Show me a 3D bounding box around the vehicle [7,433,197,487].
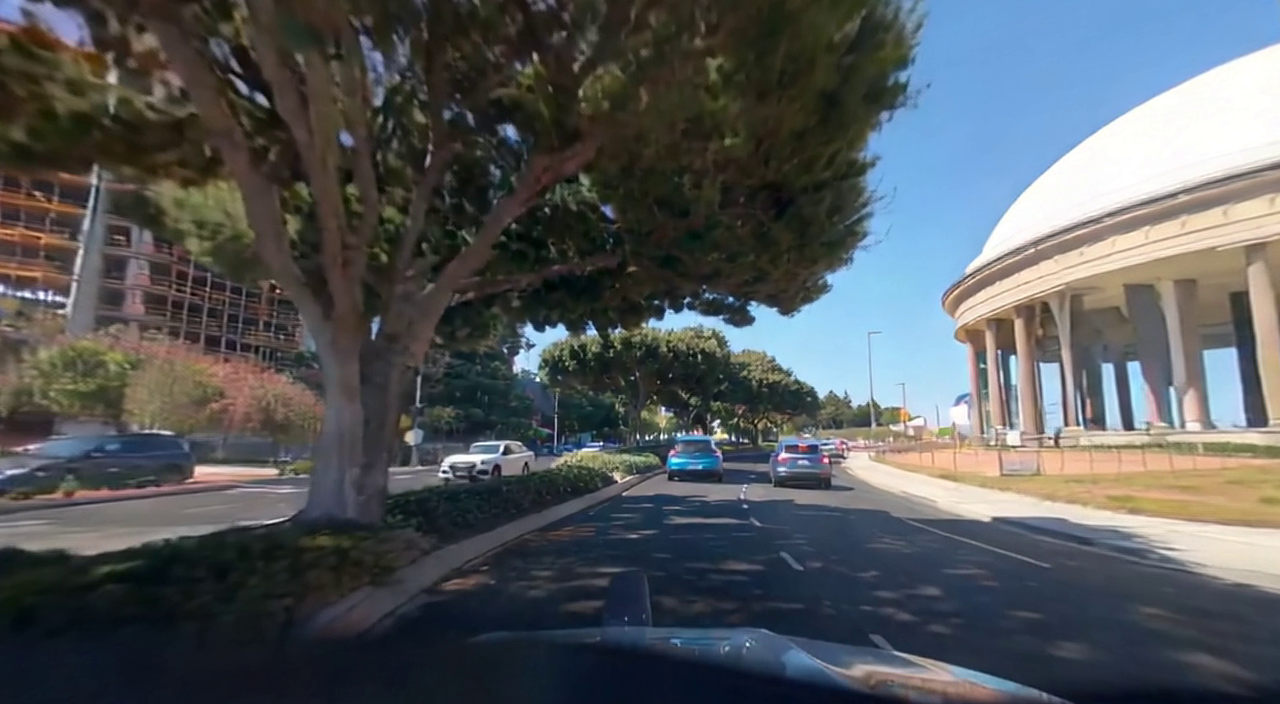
[{"bbox_3d":[-16.405,3.292,19.333,4.351,1.490,2.012,-2,-9,11],"label":"vehicle"}]

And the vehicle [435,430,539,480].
[{"bbox_3d":[-5.946,4.080,25.191,2.254,1.789,4.736,-2,-9,10],"label":"vehicle"}]

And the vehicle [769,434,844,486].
[{"bbox_3d":[6.322,4.153,24.527,2.320,1.772,4.872,-2,-9,9],"label":"vehicle"}]

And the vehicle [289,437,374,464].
[{"bbox_3d":[-20.635,6.623,42.251,4.648,1.697,1.979,-1,-9,2],"label":"vehicle"}]

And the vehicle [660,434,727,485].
[{"bbox_3d":[2.017,3.840,22.731,2.132,1.632,3.889,-2,-9,8],"label":"vehicle"}]
